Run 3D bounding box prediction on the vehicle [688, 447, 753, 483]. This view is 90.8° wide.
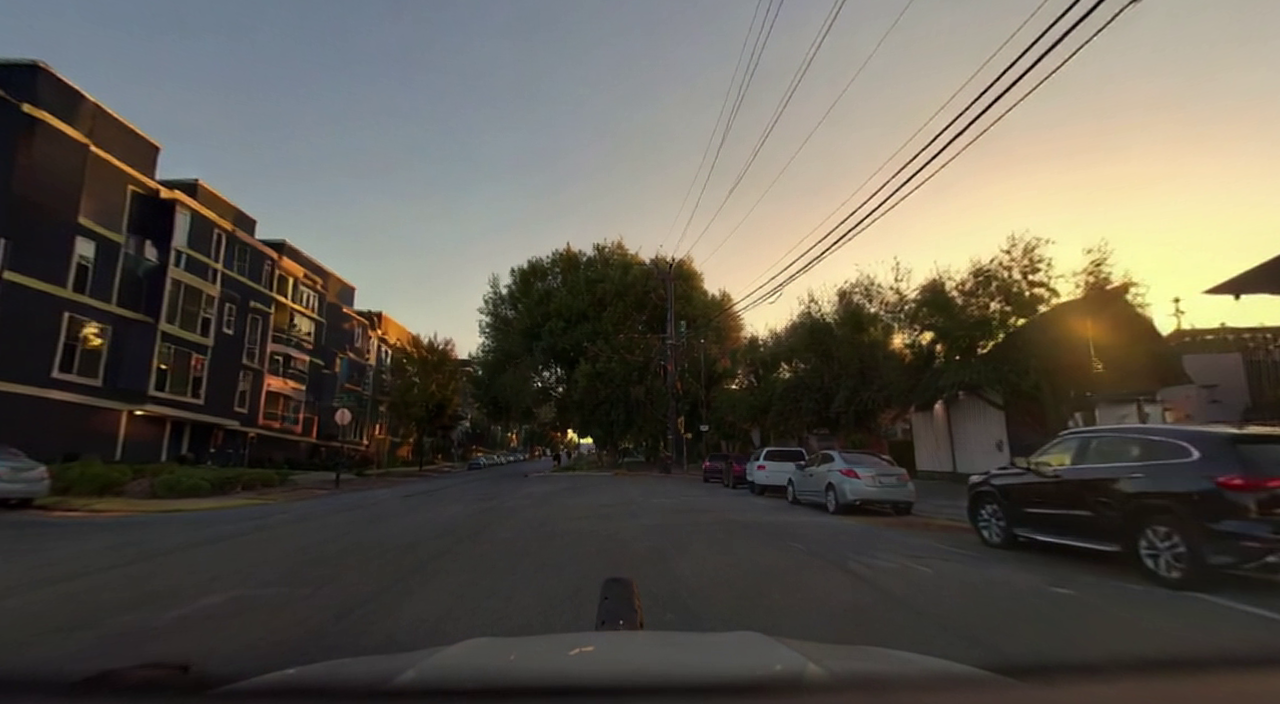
[{"bbox_3d":[3.560,5.087,28.768,1.901,1.495,4.340,1,-8,-6],"label":"vehicle"}]

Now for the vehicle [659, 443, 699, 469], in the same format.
[{"bbox_3d":[2.710,7.334,44.739,2.386,1.752,4.376,0,-8,-2],"label":"vehicle"}]

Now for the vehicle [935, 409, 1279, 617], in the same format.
[{"bbox_3d":[5.960,1.690,7.667,1.917,1.704,4.840,1,-9,-7],"label":"vehicle"}]

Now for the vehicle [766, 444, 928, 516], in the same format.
[{"bbox_3d":[5.081,3.197,16.432,2.122,1.554,4.777,1,-9,-7],"label":"vehicle"}]
